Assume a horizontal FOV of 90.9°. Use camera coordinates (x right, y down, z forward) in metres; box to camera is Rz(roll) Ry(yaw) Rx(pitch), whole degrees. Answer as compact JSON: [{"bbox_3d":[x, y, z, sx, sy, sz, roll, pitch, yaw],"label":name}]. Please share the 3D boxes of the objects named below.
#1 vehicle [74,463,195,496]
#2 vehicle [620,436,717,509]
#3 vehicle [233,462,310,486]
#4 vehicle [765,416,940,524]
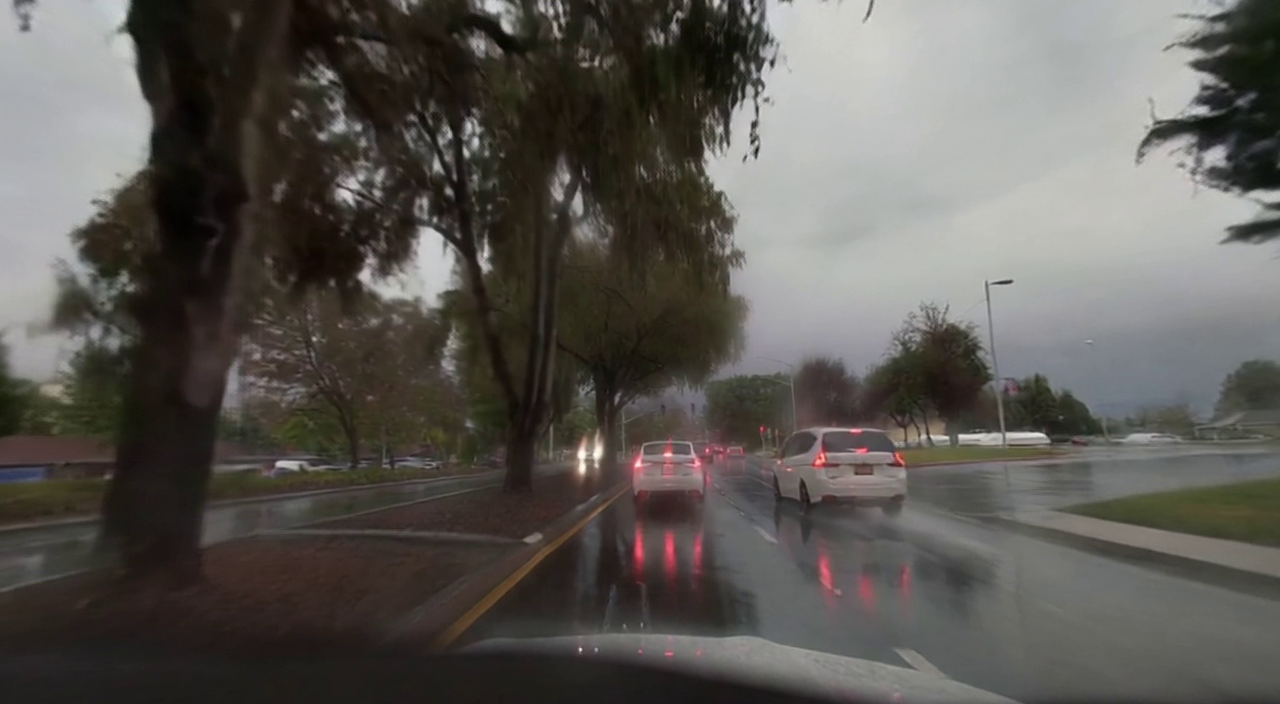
[{"bbox_3d":[-27.215,6.891,34.062,4.951,1.618,1.952,-1,-8,3],"label":"vehicle"},{"bbox_3d":[0.722,2.976,16.088,2.154,1.585,3.997,-1,-8,3],"label":"vehicle"},{"bbox_3d":[-26.125,8.609,44.728,4.434,1.582,1.946,-2,-8,10],"label":"vehicle"},{"bbox_3d":[4.187,2.412,13.547,1.953,1.818,5.299,0,-8,1],"label":"vehicle"}]
